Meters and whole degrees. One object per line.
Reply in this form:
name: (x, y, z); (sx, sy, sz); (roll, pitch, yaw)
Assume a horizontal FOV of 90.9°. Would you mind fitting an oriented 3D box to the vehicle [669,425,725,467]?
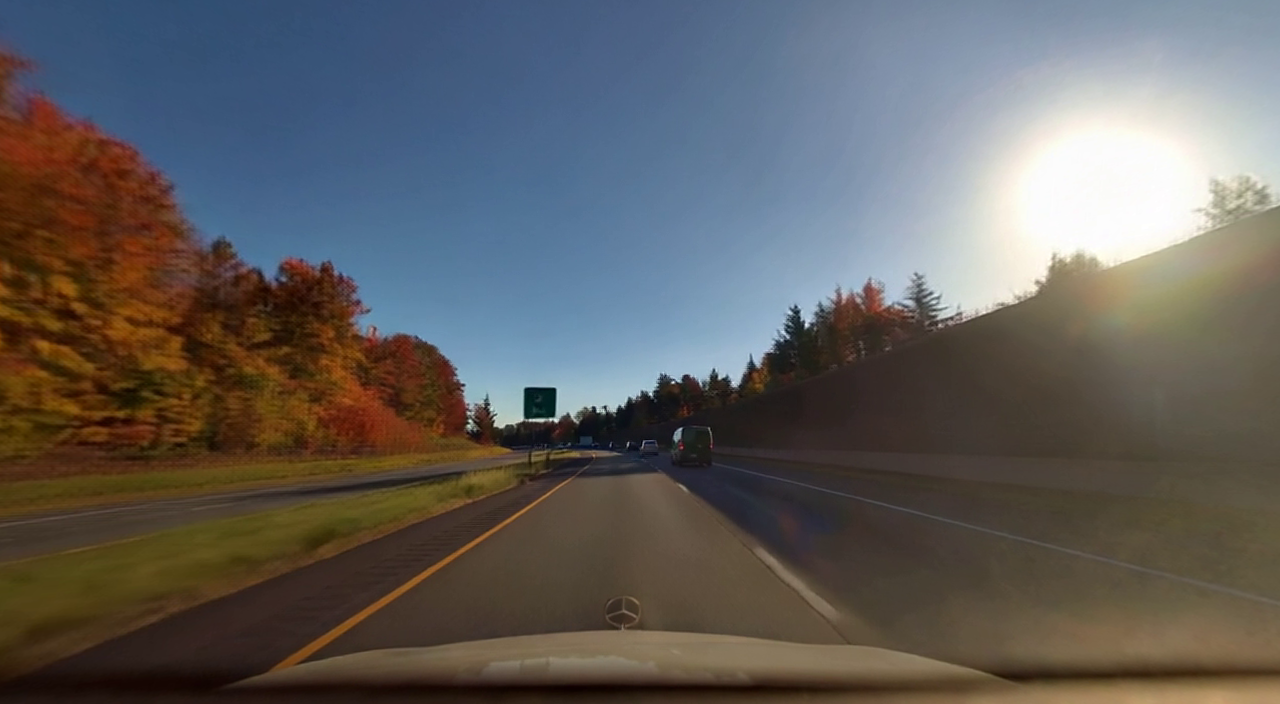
vehicle: (2.966, 5.083, 34.186); (2.393, 2.072, 4.958); (1, -8, -2)
